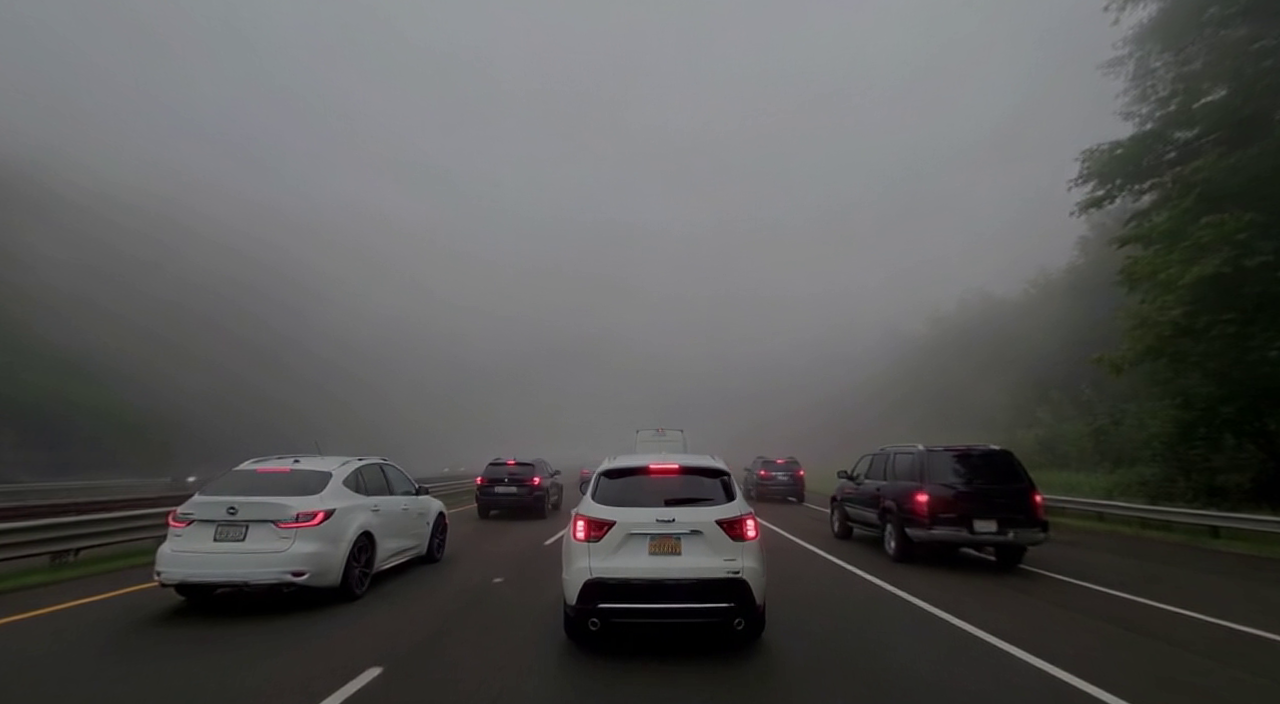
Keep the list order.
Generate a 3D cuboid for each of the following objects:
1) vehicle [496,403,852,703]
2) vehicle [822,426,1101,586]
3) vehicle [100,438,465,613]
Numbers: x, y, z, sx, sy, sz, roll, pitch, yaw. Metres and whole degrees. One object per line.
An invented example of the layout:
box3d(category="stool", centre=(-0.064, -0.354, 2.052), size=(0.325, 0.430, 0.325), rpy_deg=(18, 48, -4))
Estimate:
box3d(category="vehicle", centre=(0.193, 1.560, 5.825), size=(2.057, 1.725, 4.126), rpy_deg=(1, -11, 0))
box3d(category="vehicle", centre=(4.502, 2.253, 9.799), size=(1.984, 1.876, 4.287), rpy_deg=(1, -11, -1))
box3d(category="vehicle", centre=(-3.881, 1.985, 7.964), size=(1.994, 1.556, 4.263), rpy_deg=(0, -11, 1))
